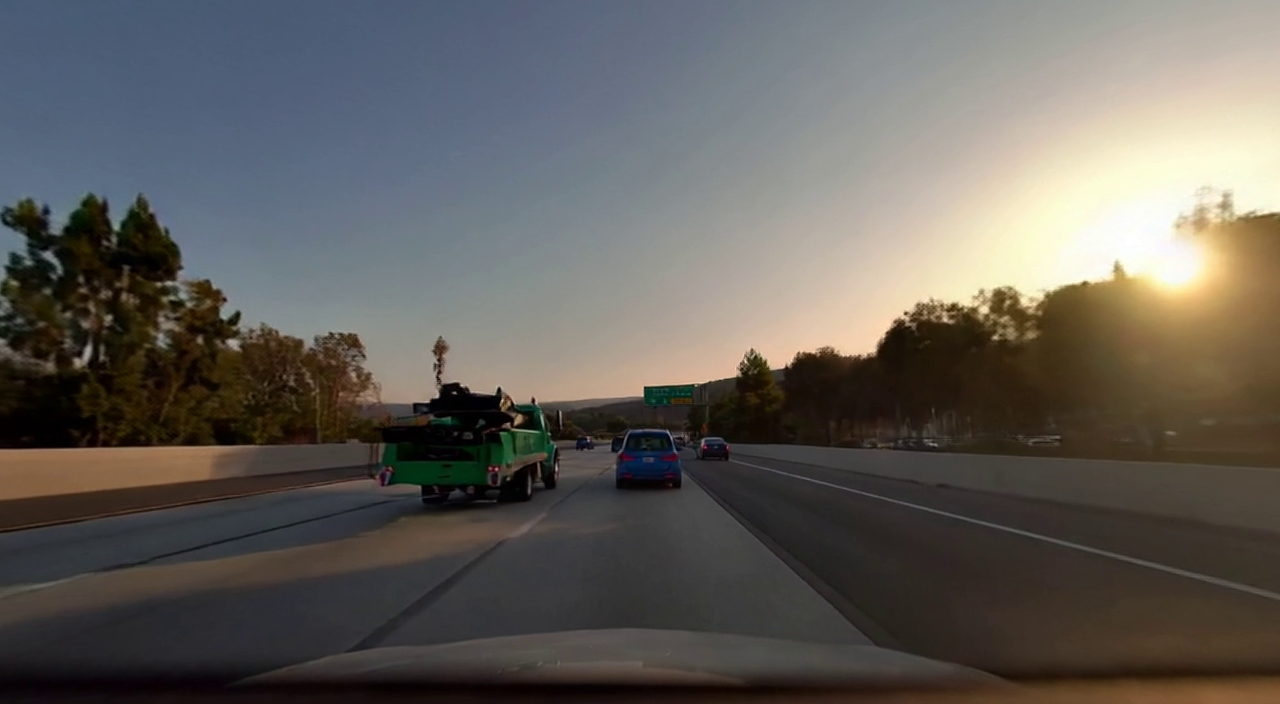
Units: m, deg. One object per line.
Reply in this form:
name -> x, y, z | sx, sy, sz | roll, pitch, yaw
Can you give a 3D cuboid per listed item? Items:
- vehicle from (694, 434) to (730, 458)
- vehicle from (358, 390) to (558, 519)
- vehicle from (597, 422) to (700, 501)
vehicle -> 5.053, 6.653, 44.466 | 2.079, 1.656, 4.506 | 0, -8, 1
vehicle -> -3.395, 2.109, 13.303 | 2.526, 2.146, 5.594 | 0, -8, 0
vehicle -> 0.185, 2.650, 15.535 | 2.165, 1.653, 4.456 | 0, -8, 0
